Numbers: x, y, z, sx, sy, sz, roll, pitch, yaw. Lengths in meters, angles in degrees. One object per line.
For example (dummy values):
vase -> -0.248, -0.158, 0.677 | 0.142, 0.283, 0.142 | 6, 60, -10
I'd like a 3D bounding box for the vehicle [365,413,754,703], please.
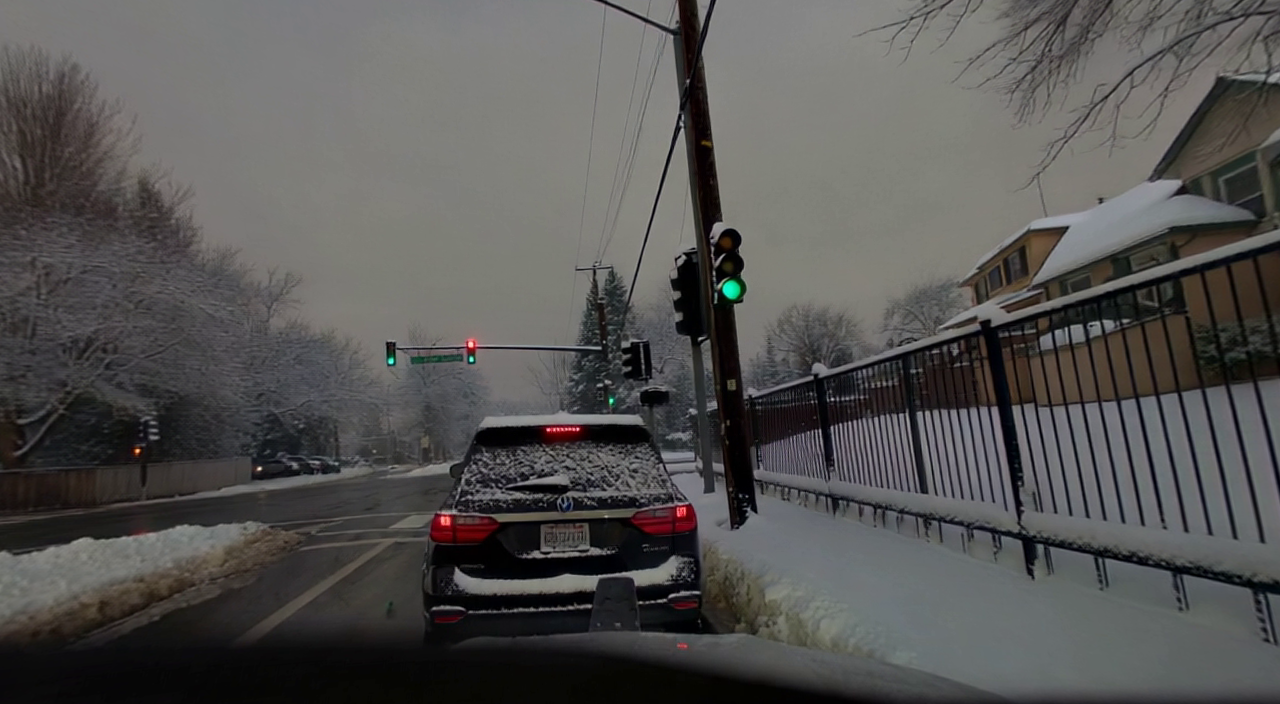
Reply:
vehicle -> -0.665, 1.359, 5.229 | 2.024, 1.502, 3.702 | 1, -9, -9
